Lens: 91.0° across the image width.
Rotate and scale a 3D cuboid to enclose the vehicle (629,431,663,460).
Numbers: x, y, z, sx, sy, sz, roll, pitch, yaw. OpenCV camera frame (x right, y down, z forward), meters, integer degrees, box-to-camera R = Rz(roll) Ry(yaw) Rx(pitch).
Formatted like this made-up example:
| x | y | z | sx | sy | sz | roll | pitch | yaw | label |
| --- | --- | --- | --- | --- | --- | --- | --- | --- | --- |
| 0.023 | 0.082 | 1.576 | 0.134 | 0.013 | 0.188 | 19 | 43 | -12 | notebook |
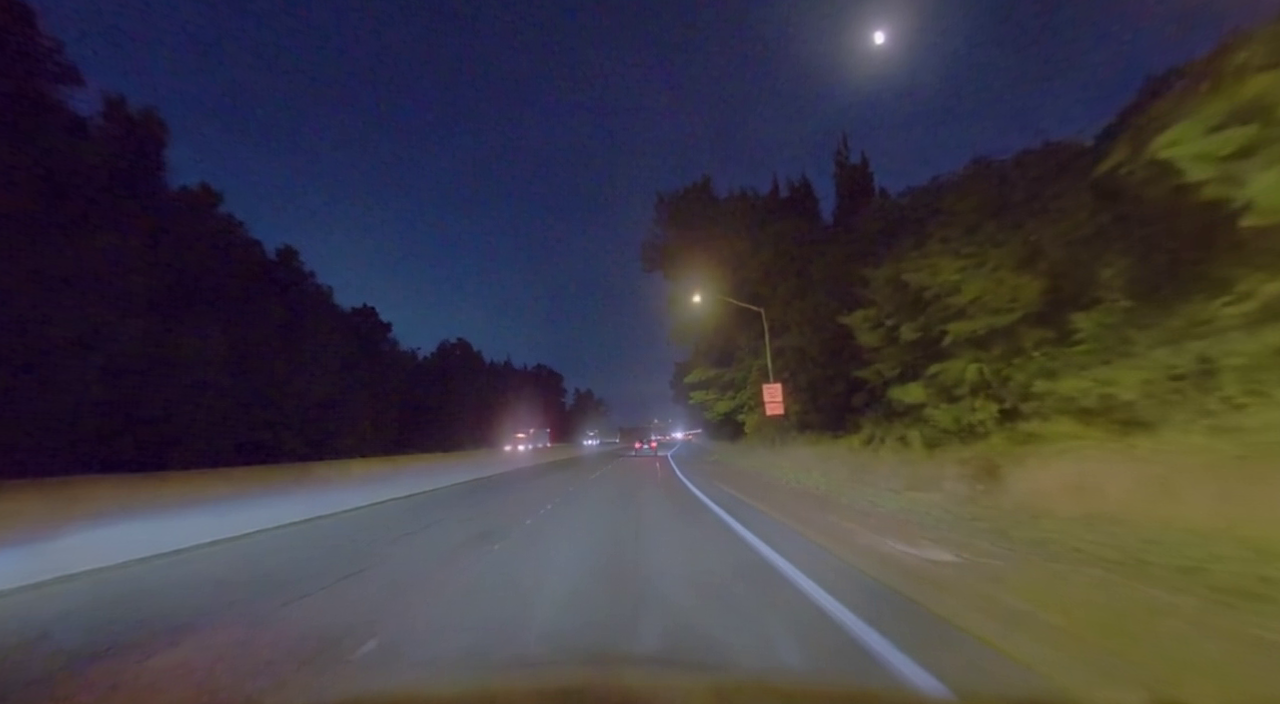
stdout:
| x | y | z | sx | sy | sz | roll | pitch | yaw | label |
| --- | --- | --- | --- | --- | --- | --- | --- | --- | --- |
| 0.403 | 6.274 | 42.473 | 2.188 | 1.825 | 4.282 | -1 | -8 | 1 | vehicle |
